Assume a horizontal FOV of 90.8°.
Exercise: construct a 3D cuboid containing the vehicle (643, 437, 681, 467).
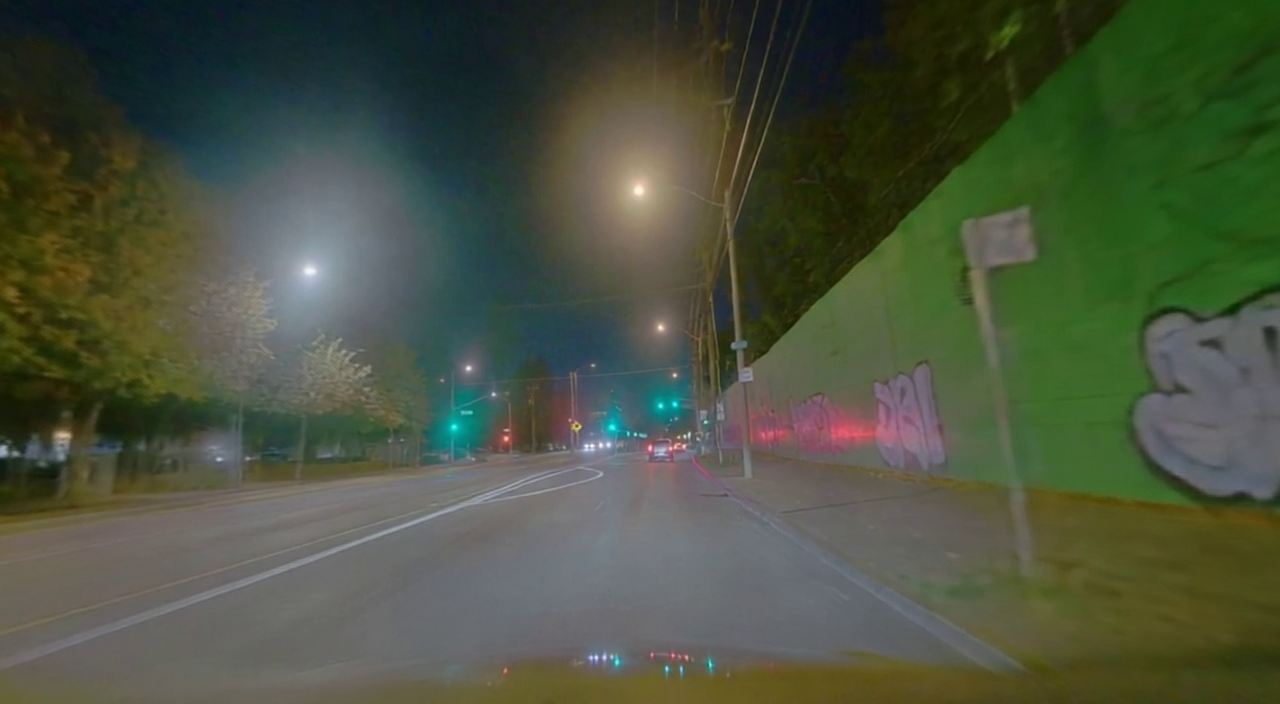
[{"bbox_3d":[1.288,5.773,36.561,2.105,1.611,3.750,-1,-9,3],"label":"vehicle"}]
